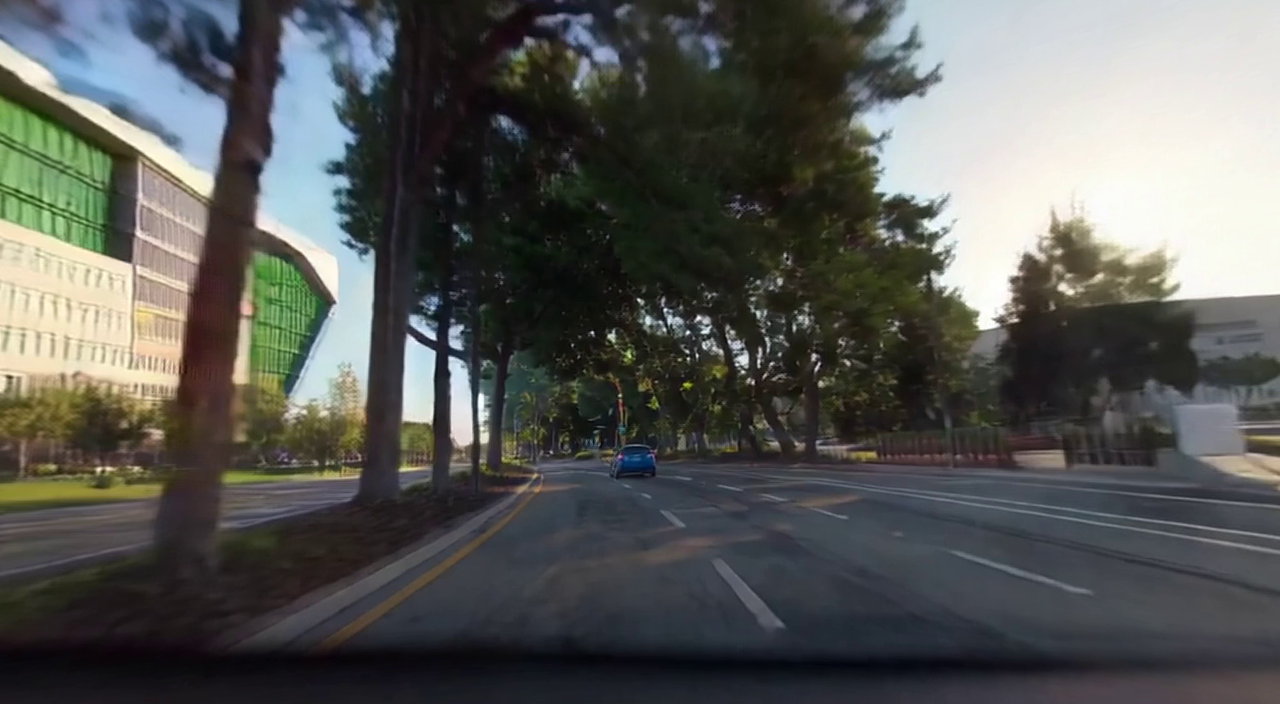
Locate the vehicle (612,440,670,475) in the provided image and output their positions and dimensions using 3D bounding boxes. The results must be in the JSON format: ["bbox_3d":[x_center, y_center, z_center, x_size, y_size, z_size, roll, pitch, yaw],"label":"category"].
[{"bbox_3d":[-0.042,5.374,32.407,2.165,1.633,4.381,1,-9,-10],"label":"vehicle"}]
